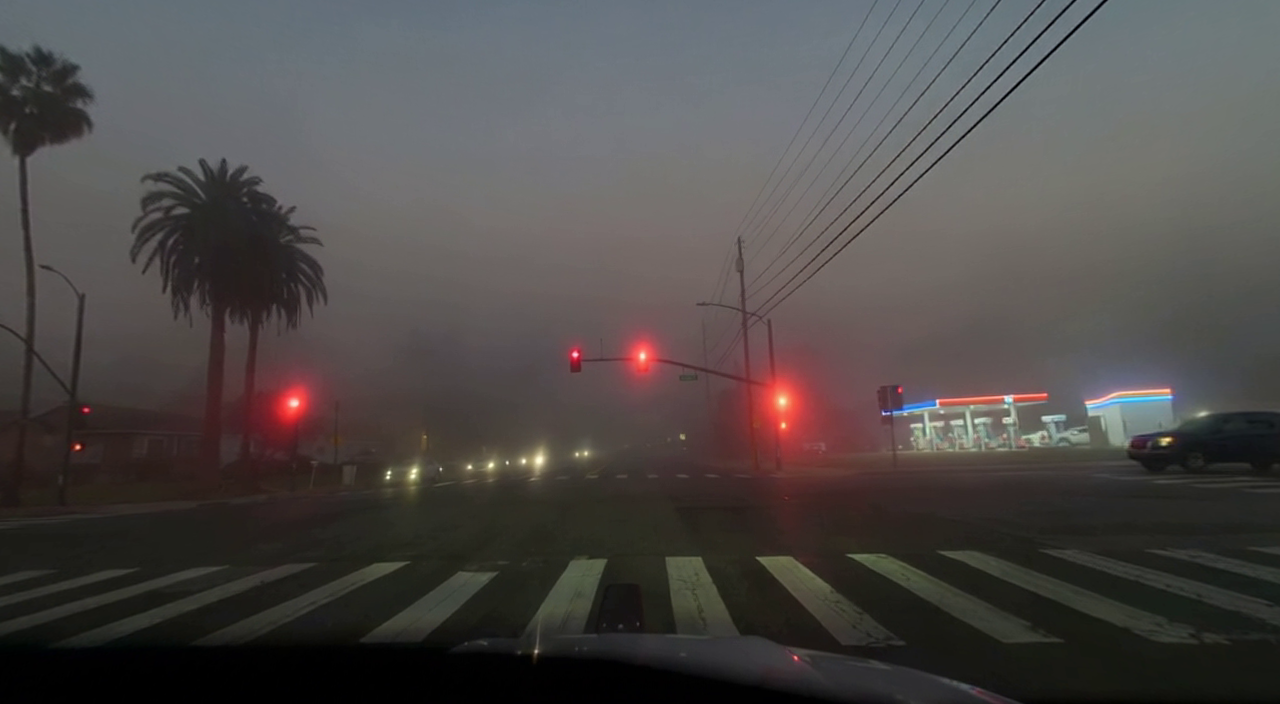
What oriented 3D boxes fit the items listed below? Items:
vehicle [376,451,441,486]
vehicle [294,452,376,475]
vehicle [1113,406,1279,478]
[{"bbox_3d":[-13.040,6.554,35.944,2.009,1.777,4.559,0,-9,-1],"label":"vehicle"},{"bbox_3d":[-20.948,7.685,43.509,4.672,1.469,1.816,-1,-9,-2],"label":"vehicle"},{"bbox_3d":[16.274,2.460,17.280,5.086,1.817,1.952,0,-9,-3],"label":"vehicle"}]
